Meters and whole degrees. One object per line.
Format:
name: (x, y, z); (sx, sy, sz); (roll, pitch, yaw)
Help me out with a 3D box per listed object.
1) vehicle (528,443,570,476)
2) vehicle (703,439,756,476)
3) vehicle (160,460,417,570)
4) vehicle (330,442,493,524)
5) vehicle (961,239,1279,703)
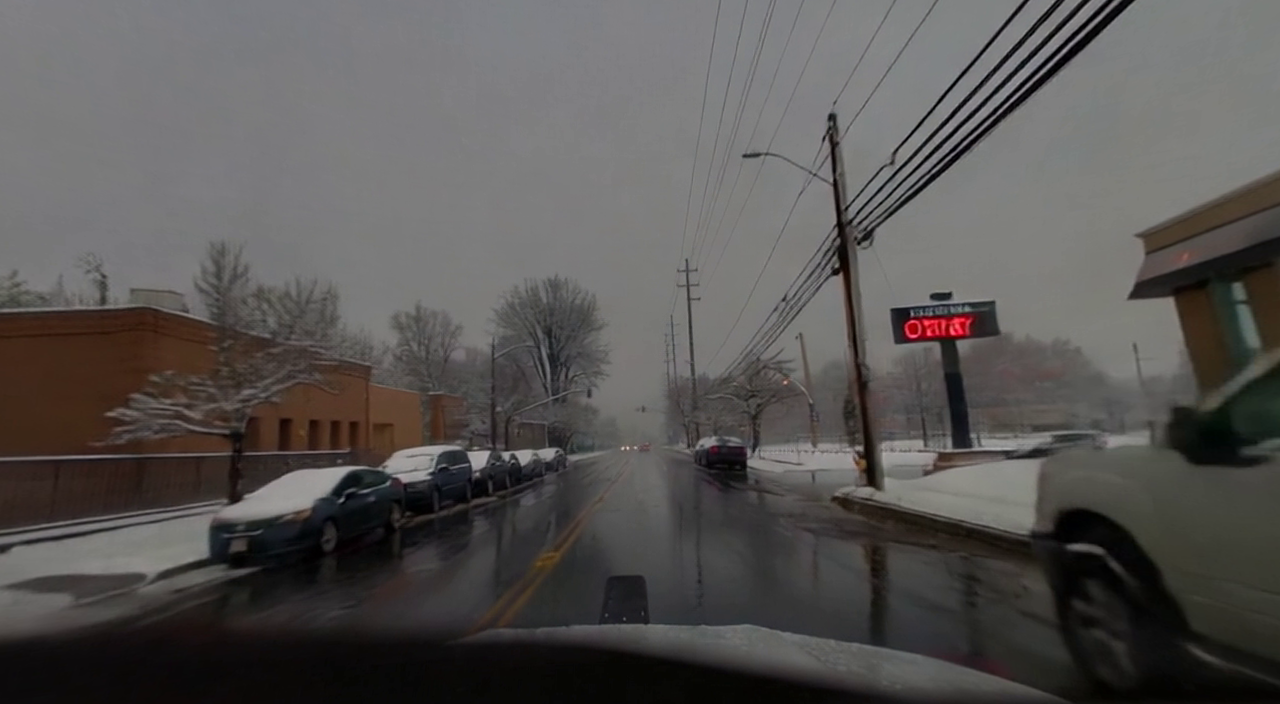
vehicle: (-5.641, 6.701, 39.623); (2.126, 1.864, 4.831); (0, -8, -2)
vehicle: (4.092, 4.910, 29.635); (1.948, 1.607, 4.873); (0, -8, 2)
vehicle: (-5.922, 2.757, 11.476); (1.982, 1.453, 4.577); (0, -8, 1)
vehicle: (-5.766, 3.344, 16.849); (2.286, 1.836, 5.088); (-1, -8, 2)
vehicle: (3.556, 0.530, 1.372); (2.485, 2.123, 6.029); (0, -8, 0)
